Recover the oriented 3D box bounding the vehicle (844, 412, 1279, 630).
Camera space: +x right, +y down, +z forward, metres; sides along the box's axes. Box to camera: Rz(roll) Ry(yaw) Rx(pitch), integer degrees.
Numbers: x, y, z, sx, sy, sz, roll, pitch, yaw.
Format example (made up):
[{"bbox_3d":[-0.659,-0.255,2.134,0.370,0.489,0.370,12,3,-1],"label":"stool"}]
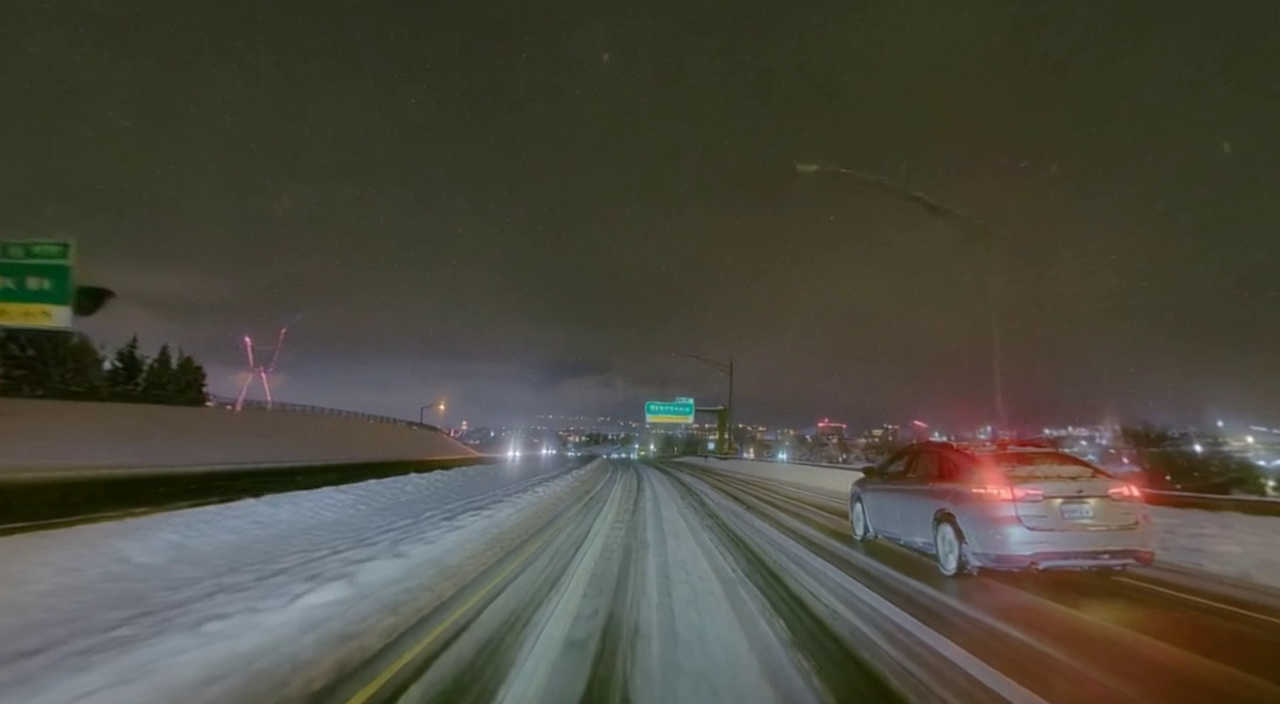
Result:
[{"bbox_3d":[4.128,1.588,7.035,2.104,1.575,4.698,0,-9,0],"label":"vehicle"}]
